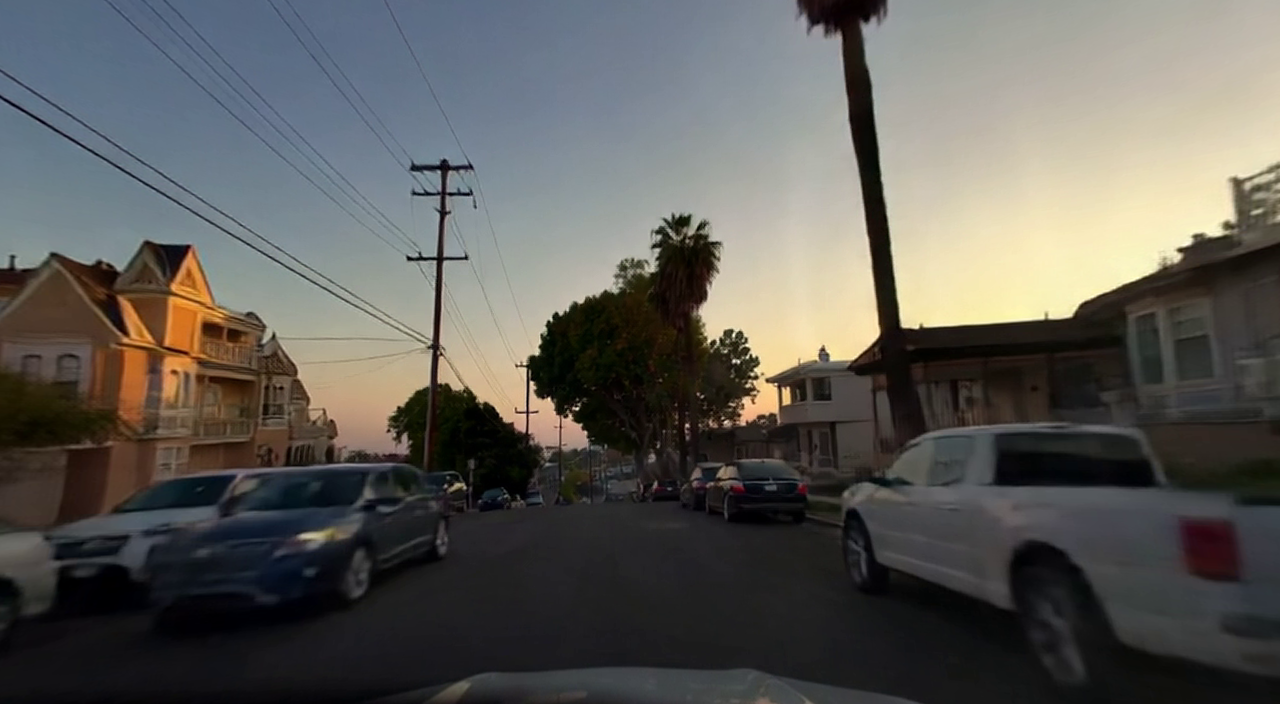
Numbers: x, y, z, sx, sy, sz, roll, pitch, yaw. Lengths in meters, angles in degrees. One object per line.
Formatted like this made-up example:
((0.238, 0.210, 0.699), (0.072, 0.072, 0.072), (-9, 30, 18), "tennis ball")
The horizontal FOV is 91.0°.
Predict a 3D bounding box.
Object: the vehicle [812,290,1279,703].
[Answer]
((3.336, 1.084, 4.217), (2.358, 2.008, 5.957), (0, -8, -3), "vehicle")

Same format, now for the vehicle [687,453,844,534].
((2.629, 3.123, 14.588), (2.212, 1.476, 4.678), (1, -8, -6), "vehicle")

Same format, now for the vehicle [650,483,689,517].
((1.543, 7.951, 34.004), (1.756, 1.455, 3.965), (1, -8, -2), "vehicle")

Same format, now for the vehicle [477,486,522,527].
((-8.158, 8.982, 36.974), (1.933, 1.824, 5.142), (1, -8, -6), "vehicle")

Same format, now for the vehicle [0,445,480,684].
((-3.225, 1.687, 6.332), (2.060, 1.483, 4.574), (0, -8, 0), "vehicle")
